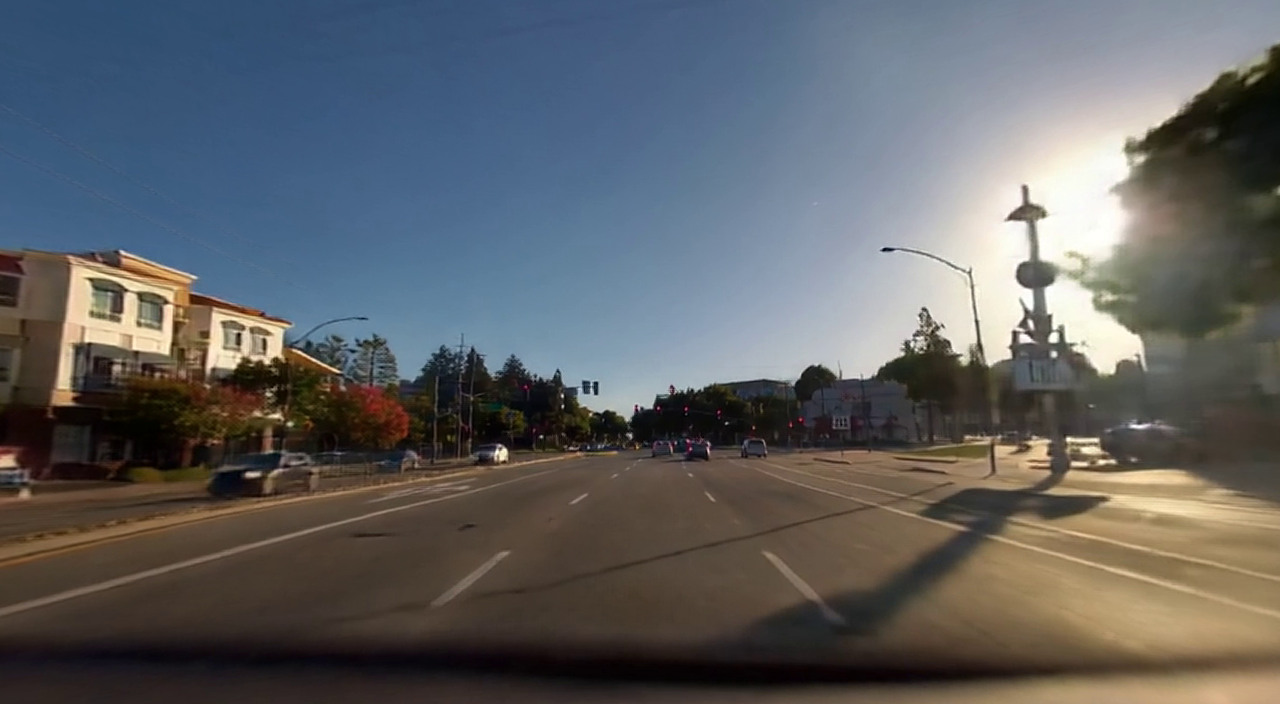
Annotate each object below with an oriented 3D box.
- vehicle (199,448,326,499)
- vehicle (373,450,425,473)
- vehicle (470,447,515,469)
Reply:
[{"bbox_3d":[-13.943,4.461,23.683,1.940,1.690,4.447,0,-9,1],"label":"vehicle"},{"bbox_3d":[-17.554,7.991,46.181,1.939,1.500,4.547,-1,-9,1],"label":"vehicle"},{"bbox_3d":[-10.442,7.515,44.987,1.943,1.463,4.707,-1,-9,2],"label":"vehicle"}]
